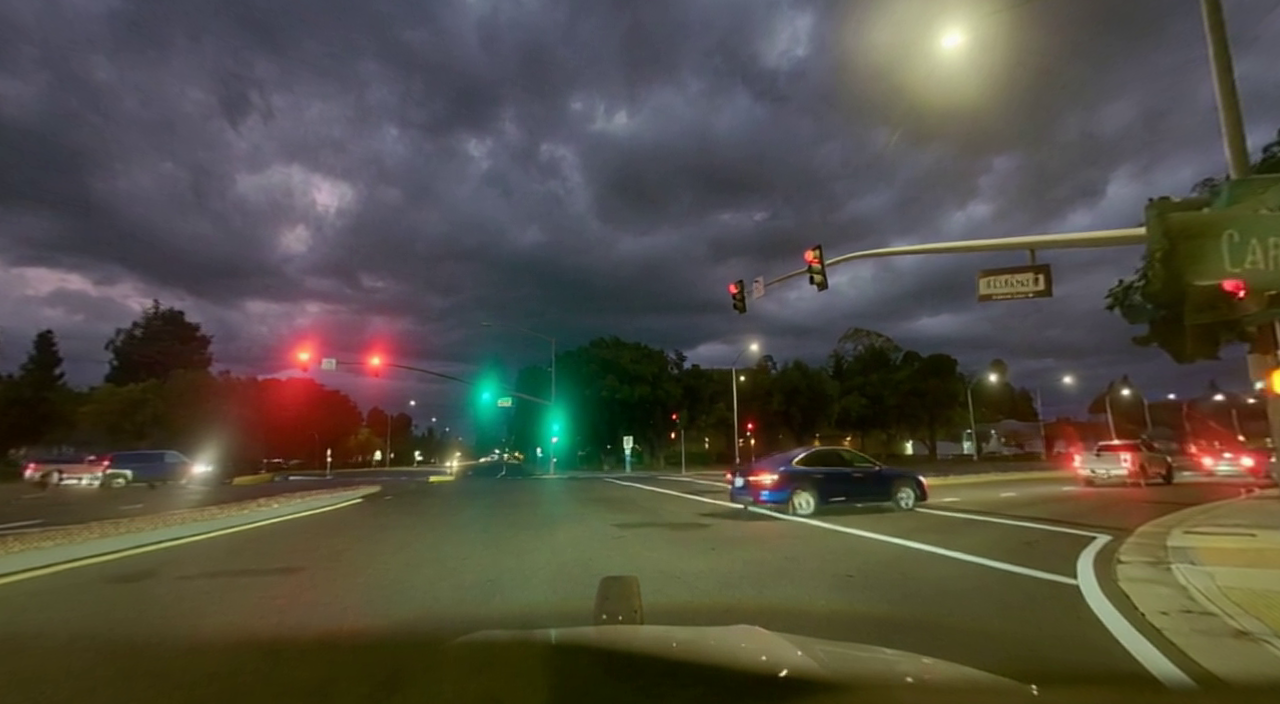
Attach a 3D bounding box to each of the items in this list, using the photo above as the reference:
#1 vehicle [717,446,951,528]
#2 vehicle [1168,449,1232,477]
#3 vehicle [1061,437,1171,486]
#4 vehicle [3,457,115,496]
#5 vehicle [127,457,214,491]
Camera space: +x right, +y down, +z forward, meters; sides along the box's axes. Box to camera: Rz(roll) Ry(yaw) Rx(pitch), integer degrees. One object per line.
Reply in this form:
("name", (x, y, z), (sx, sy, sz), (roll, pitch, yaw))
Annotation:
("vehicle", (4.217, 2.793, 13.654), (4.702, 1.468, 1.999), (4, -10, -27))
("vehicle", (32.217, 6.329, 36.289), (4.728, 1.471, 1.957), (7, -11, -40))
("vehicle", (21.357, 4.825, 28.239), (5.896, 1.937, 2.358), (7, -11, -38))
("vehicle", (-28.317, 6.044, 31.017), (2.081, 1.670, 4.376), (2, -9, -14))
("vehicle", (-25.068, 6.504, 33.974), (2.020, 1.615, 4.656), (2, -9, -14))
